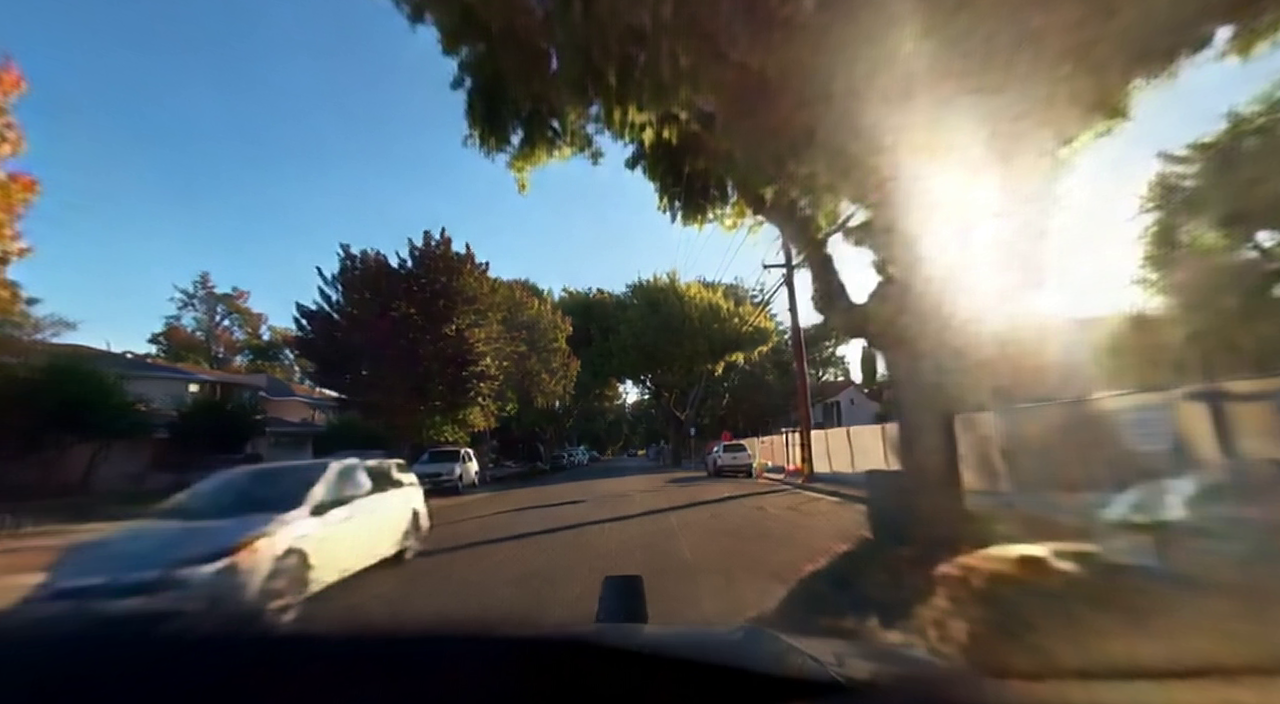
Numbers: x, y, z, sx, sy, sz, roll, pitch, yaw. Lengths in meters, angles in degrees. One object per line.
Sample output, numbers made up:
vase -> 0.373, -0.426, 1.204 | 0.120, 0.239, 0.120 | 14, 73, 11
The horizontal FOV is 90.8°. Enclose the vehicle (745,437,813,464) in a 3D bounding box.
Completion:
vehicle -> 9.989, 7.122, 45.647 | 4.399, 1.884, 2.071 | 0, -10, -2

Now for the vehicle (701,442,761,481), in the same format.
vehicle -> 3.855, 4.716, 27.429 | 1.902, 1.542, 4.099 | 0, -9, -2

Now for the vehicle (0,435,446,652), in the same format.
vehicle -> -3.886, 1.798, 7.075 | 2.068, 1.543, 4.523 | -2, -9, -1
